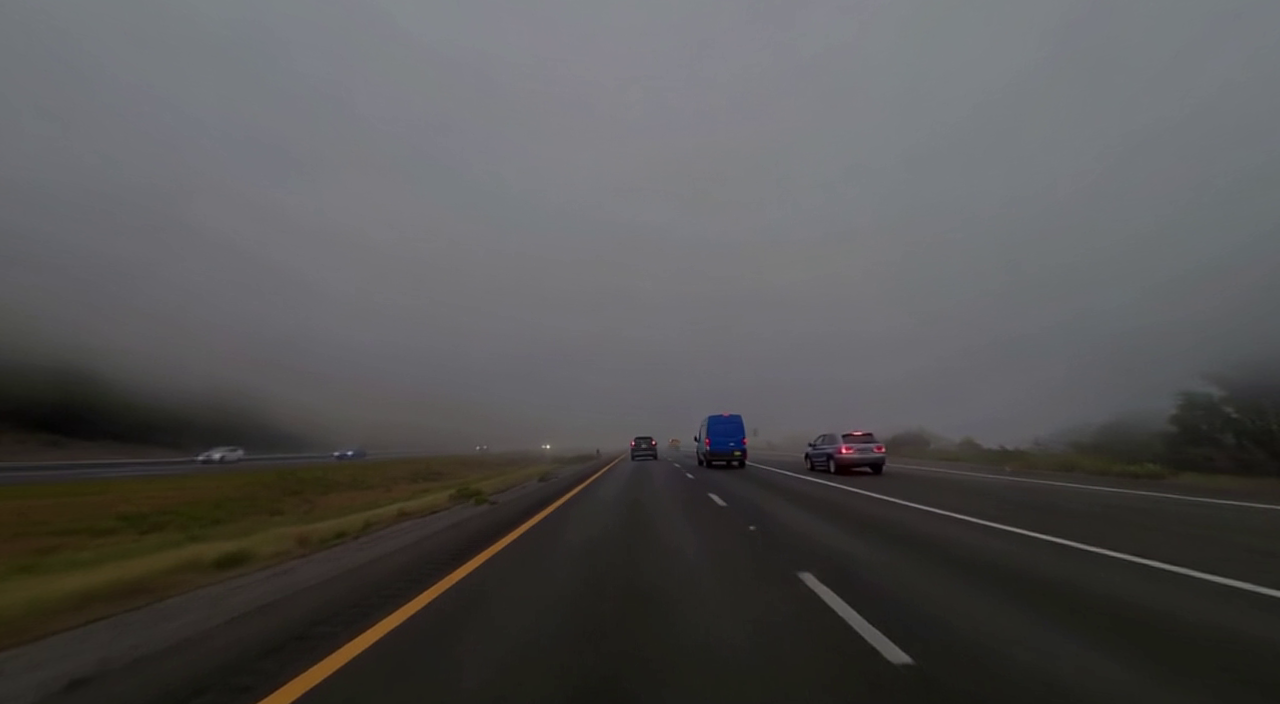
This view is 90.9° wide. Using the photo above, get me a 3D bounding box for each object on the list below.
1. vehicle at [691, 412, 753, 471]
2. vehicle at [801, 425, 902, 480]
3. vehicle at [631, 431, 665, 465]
[{"bbox_3d":[4.007,4.562,31.947,2.302,2.670,6.176,0,-8,0],"label":"vehicle"},{"bbox_3d":[8.054,3.886,24.659,2.240,1.925,4.854,0,-8,0],"label":"vehicle"},{"bbox_3d":[0.523,6.432,42.202,2.131,2.122,4.473,0,-8,0],"label":"vehicle"}]
